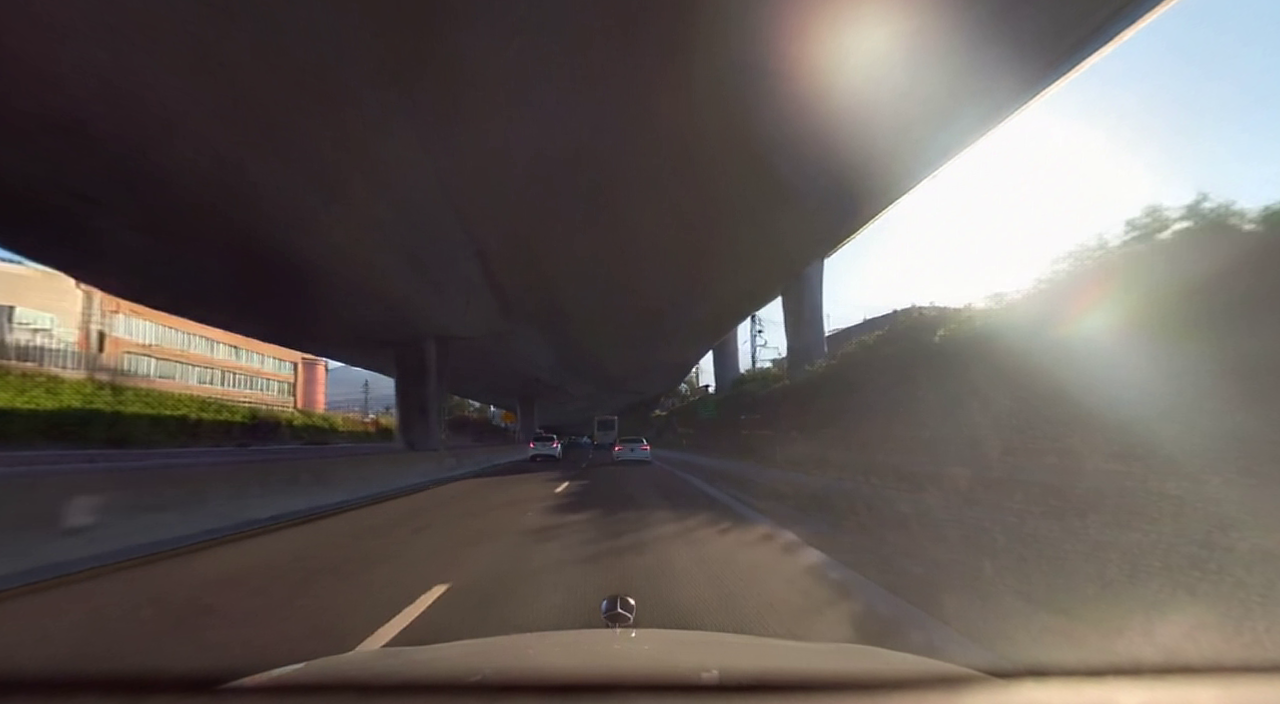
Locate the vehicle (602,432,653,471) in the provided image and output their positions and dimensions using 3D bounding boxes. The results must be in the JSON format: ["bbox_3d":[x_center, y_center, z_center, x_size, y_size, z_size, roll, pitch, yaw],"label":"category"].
[{"bbox_3d":[-0.650,4.495,28.762,2.078,1.608,3.982,0,-8,-4],"label":"vehicle"}]

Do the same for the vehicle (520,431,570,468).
[{"bbox_3d":[-4.743,4.925,31.950,2.080,1.733,4.410,0,-8,-3],"label":"vehicle"}]
